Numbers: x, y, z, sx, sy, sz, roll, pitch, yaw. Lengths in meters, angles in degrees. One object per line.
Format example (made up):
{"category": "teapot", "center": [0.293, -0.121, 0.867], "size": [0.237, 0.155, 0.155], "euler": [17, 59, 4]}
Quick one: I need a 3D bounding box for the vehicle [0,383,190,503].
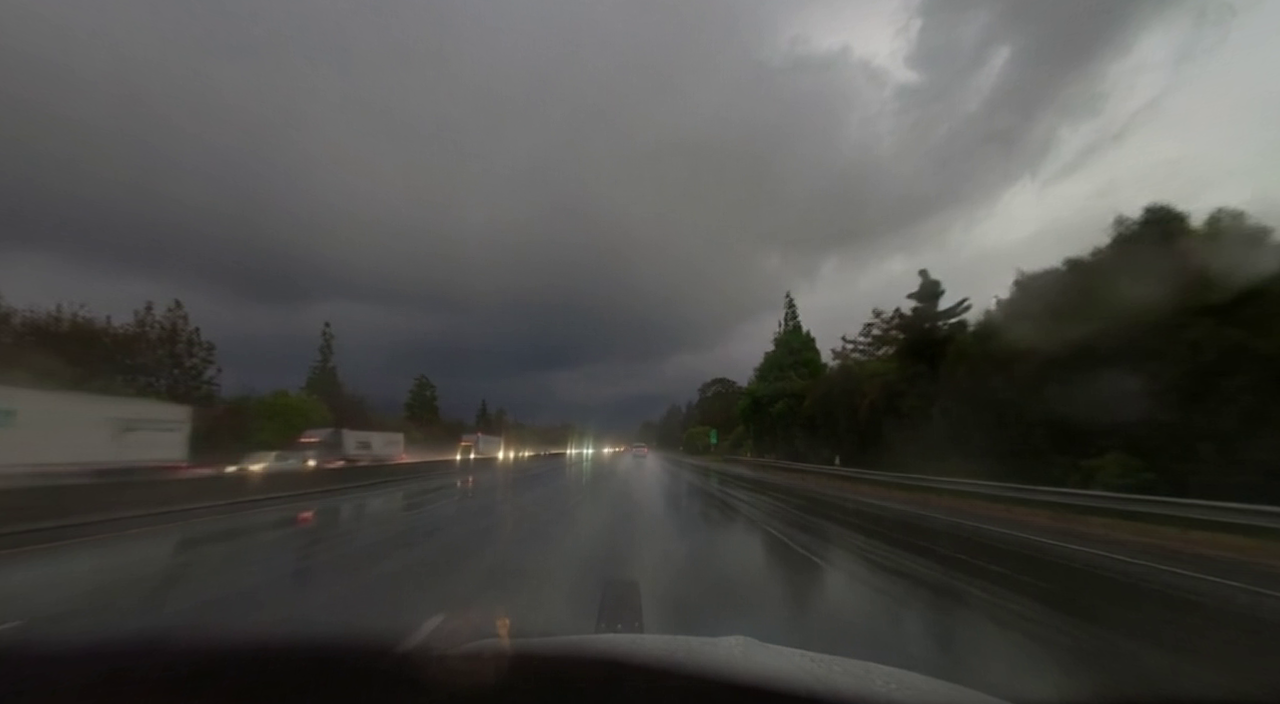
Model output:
{"category": "vehicle", "center": [-22.917, 3.722, 25.431], "size": [2.887, 4.049, 8.554], "euler": [0, -9, -1]}

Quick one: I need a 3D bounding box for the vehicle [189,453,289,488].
{"category": "vehicle", "center": [-19.273, 5.673, 30.398], "size": [1.924, 1.524, 4.401], "euler": [0, -9, 0]}
